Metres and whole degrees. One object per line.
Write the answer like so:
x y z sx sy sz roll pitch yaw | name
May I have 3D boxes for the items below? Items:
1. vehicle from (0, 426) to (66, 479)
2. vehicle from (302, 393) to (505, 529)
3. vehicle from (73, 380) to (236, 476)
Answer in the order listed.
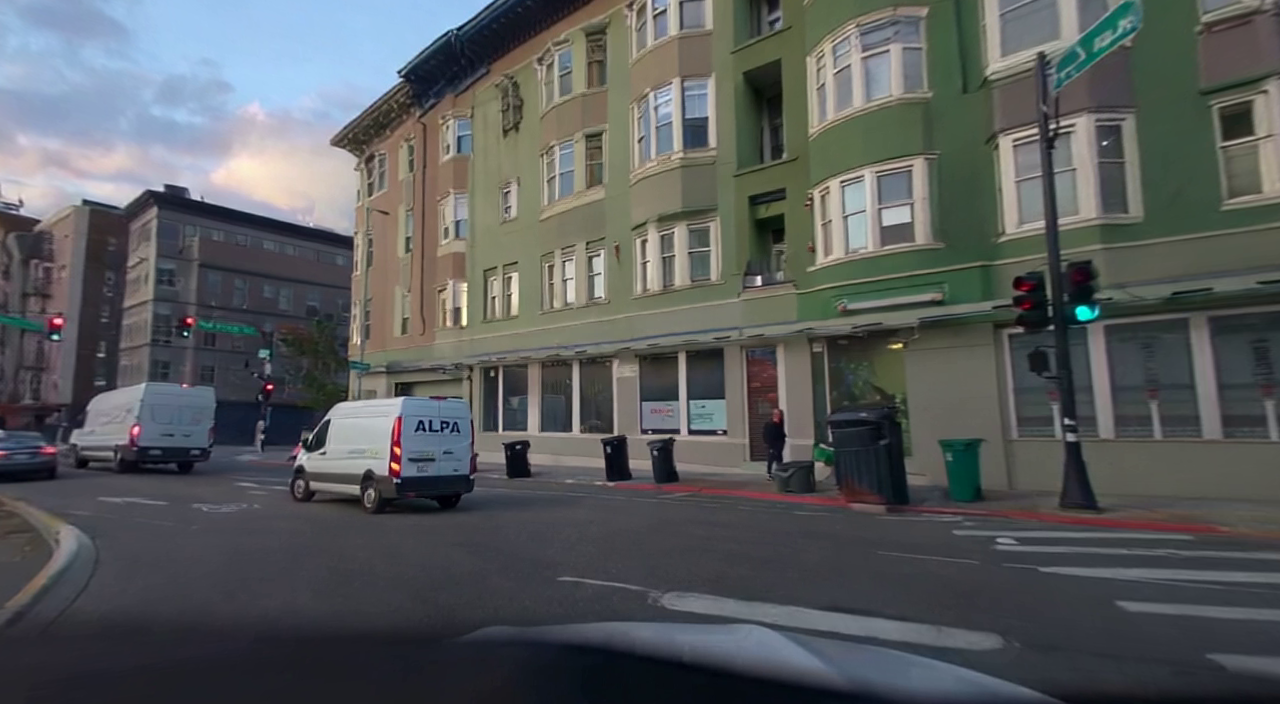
-18.926 2.974 18.820 3.426 1.461 1.841 -6 -9 36 | vehicle
-4.340 1.836 11.177 1.951 1.907 4.266 6 -10 -40 | vehicle
-16.115 2.542 20.751 6.504 2.703 2.333 -6 -10 36 | vehicle
